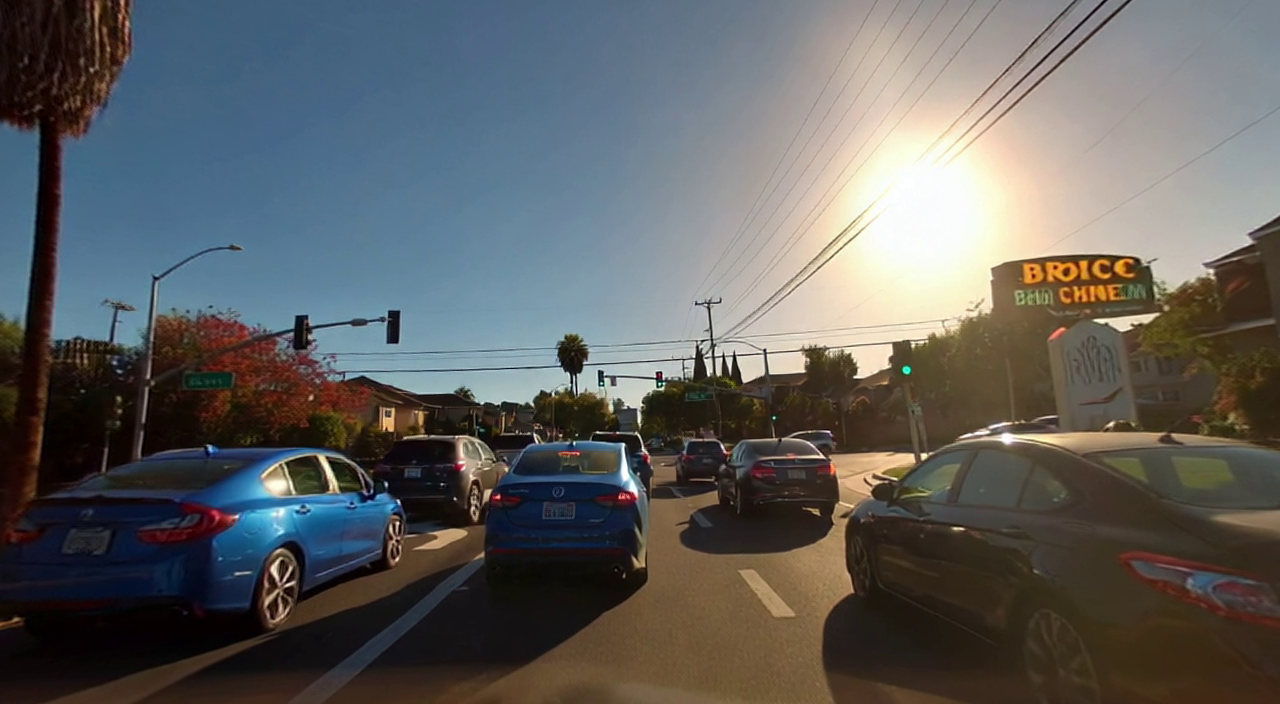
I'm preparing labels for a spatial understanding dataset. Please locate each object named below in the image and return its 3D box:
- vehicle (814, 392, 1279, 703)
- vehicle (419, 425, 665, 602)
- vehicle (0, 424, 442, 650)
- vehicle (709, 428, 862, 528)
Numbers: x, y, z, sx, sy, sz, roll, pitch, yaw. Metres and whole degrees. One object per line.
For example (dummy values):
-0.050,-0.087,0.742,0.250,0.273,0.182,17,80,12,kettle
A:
2.764,1.167,3.994,2.014,1.464,4.312,0,-9,-1,vehicle
-0.903,1.674,7.413,2.104,1.500,3.815,0,-9,-2,vehicle
-3.681,1.560,6.499,2.058,1.474,4.473,0,-9,-3,vehicle
2.613,2.374,12.499,1.956,1.615,4.205,0,-9,-1,vehicle
